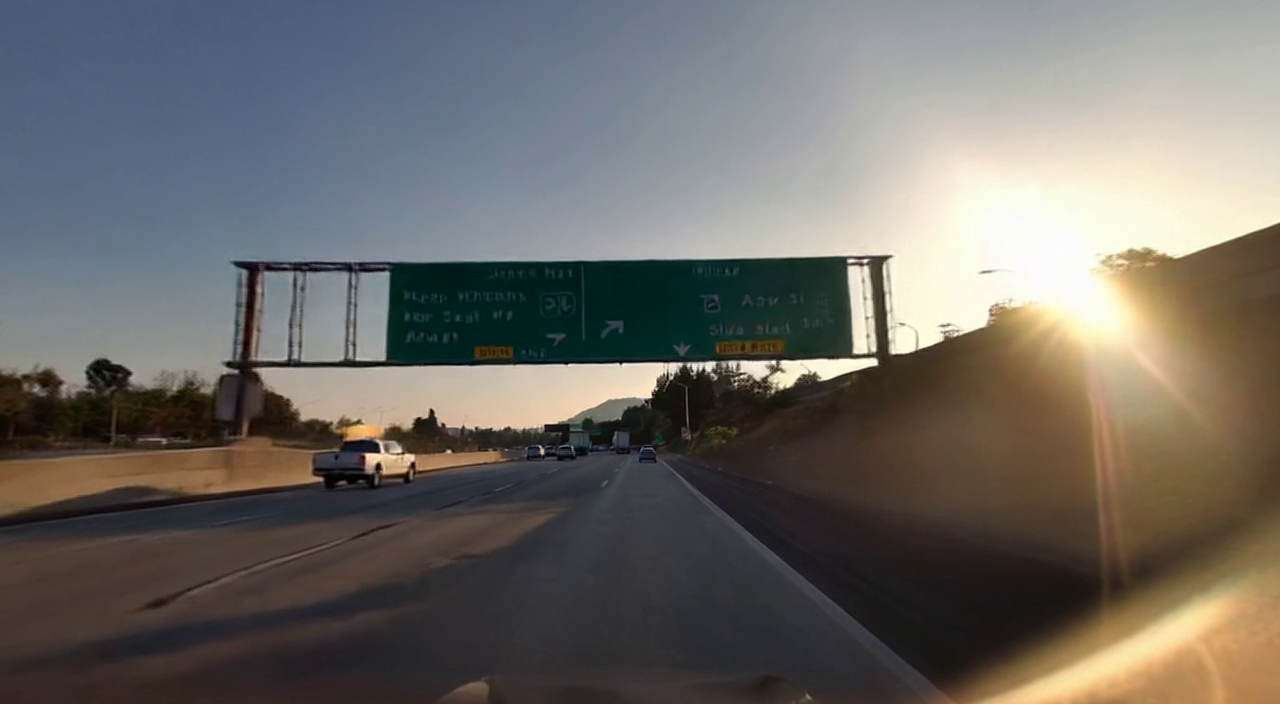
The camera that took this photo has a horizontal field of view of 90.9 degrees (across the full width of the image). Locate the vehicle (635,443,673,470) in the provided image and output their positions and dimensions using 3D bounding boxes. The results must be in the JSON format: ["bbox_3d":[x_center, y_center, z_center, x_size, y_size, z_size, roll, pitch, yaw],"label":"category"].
[{"bbox_3d":[0.796,6.245,37.853,2.137,1.461,3.999,-1,-8,1],"label":"vehicle"}]

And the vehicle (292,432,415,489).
[{"bbox_3d":[-10.158,3.878,22.899,2.246,1.812,4.740,0,-8,-1],"label":"vehicle"}]
